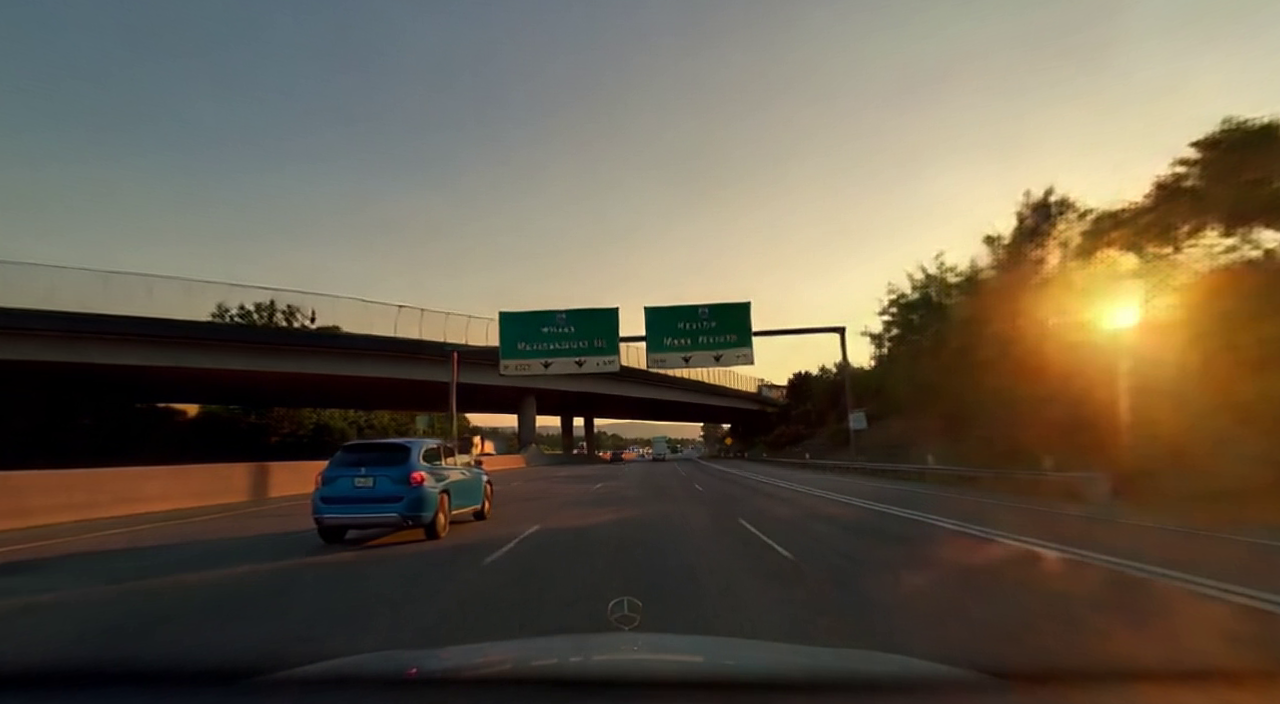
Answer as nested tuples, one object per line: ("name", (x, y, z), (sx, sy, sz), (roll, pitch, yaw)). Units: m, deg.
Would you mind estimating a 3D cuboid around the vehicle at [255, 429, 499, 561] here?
("vehicle", (-3.752, 2.097, 9.998), (2.016, 1.623, 4.126), (0, -9, 1))
